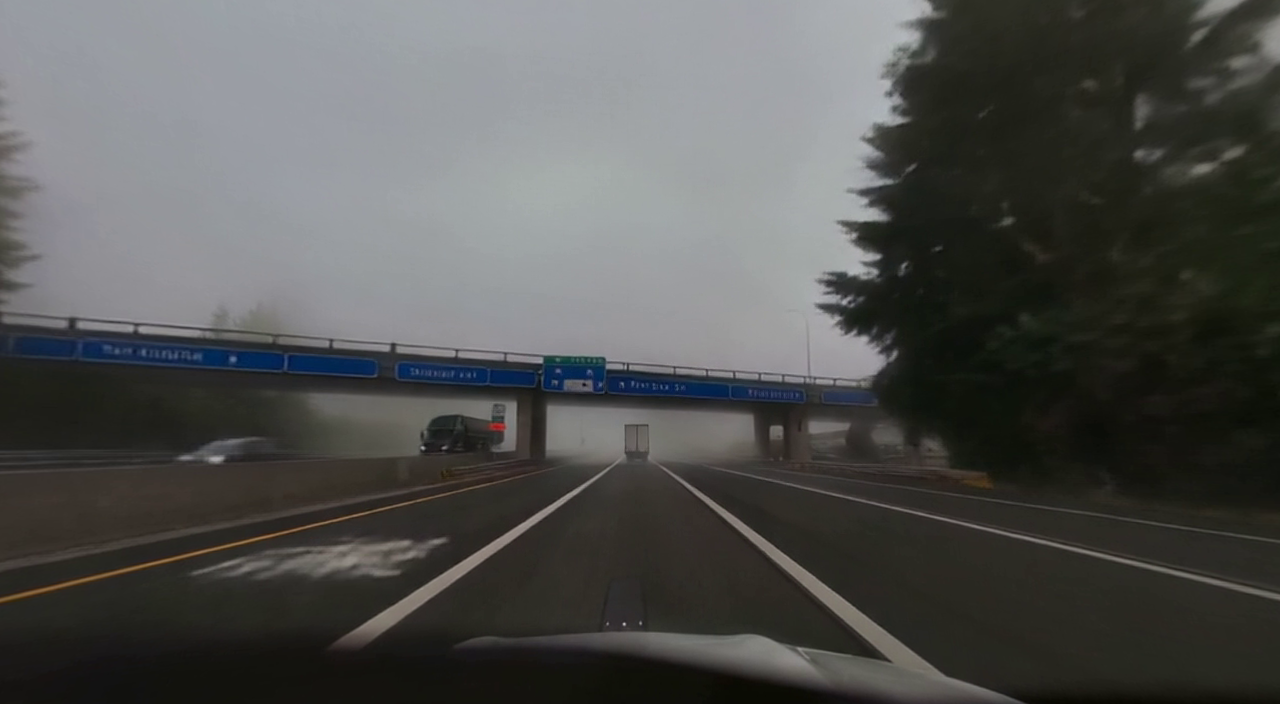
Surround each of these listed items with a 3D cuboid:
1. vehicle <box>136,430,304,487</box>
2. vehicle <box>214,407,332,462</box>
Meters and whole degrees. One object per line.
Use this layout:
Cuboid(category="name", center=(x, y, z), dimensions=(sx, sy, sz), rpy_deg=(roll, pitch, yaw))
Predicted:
Cuboid(category="vehicle", center=(-12.070, 3.101, 18.573), dimensions=(1.813, 1.450, 4.501), rpy_deg=(0, -9, 1))
Cuboid(category="vehicle", center=(-23.702, 5.506, 41.353), dimensions=(2.756, 3.192, 8.021), rpy_deg=(0, -9, 0))
